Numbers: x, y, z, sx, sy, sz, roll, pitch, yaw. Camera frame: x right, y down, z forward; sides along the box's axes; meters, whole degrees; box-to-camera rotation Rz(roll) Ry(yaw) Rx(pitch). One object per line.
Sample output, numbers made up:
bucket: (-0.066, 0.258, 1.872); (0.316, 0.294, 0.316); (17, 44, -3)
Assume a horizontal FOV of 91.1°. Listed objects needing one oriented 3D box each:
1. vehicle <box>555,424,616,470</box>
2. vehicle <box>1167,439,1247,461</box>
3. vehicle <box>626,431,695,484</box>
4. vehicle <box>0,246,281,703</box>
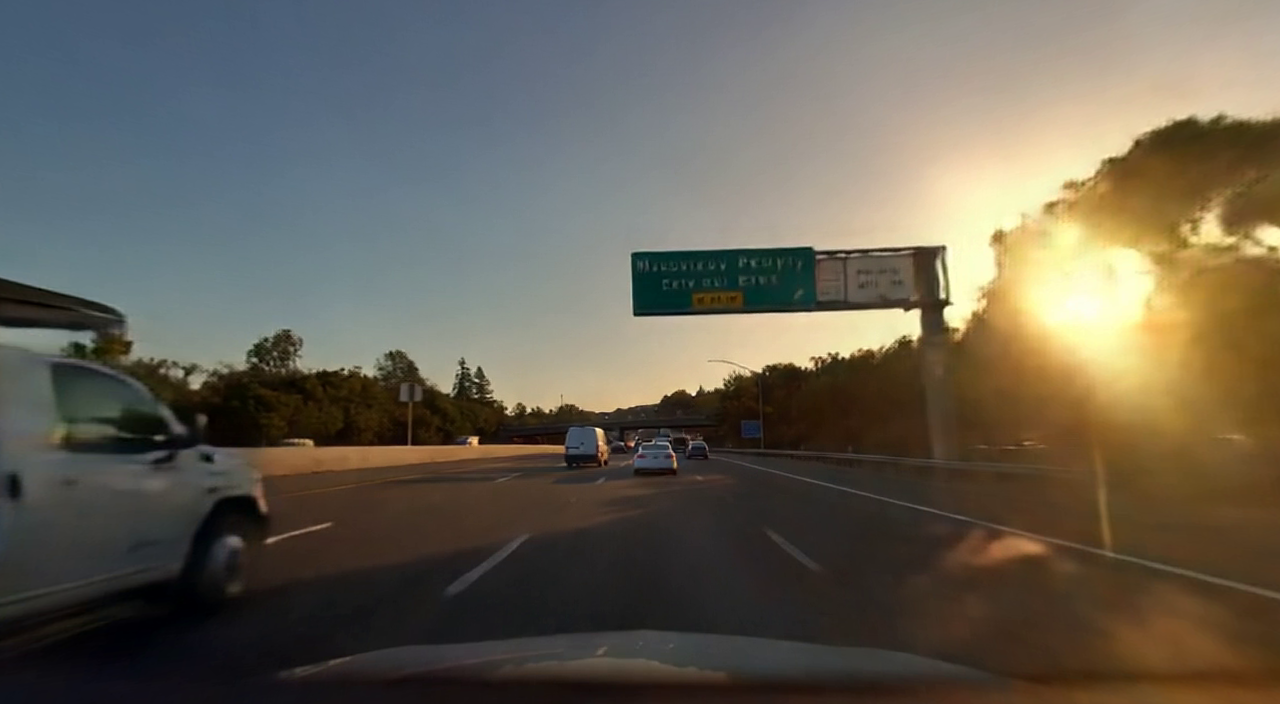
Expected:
vehicle: (-2.654, 4.867, 32.288); (2.526, 2.146, 5.594); (0, -8, 1)
vehicle: (38.910, 6.699, 43.180); (1.757, 1.441, 3.590); (2, -9, -13)
vehicle: (0.673, 3.676, 22.146); (2.165, 1.653, 4.456); (0, -8, 1)
vehicle: (-3.900, 0.476, 1.901); (2.292, 2.070, 5.532); (0, -8, 0)
